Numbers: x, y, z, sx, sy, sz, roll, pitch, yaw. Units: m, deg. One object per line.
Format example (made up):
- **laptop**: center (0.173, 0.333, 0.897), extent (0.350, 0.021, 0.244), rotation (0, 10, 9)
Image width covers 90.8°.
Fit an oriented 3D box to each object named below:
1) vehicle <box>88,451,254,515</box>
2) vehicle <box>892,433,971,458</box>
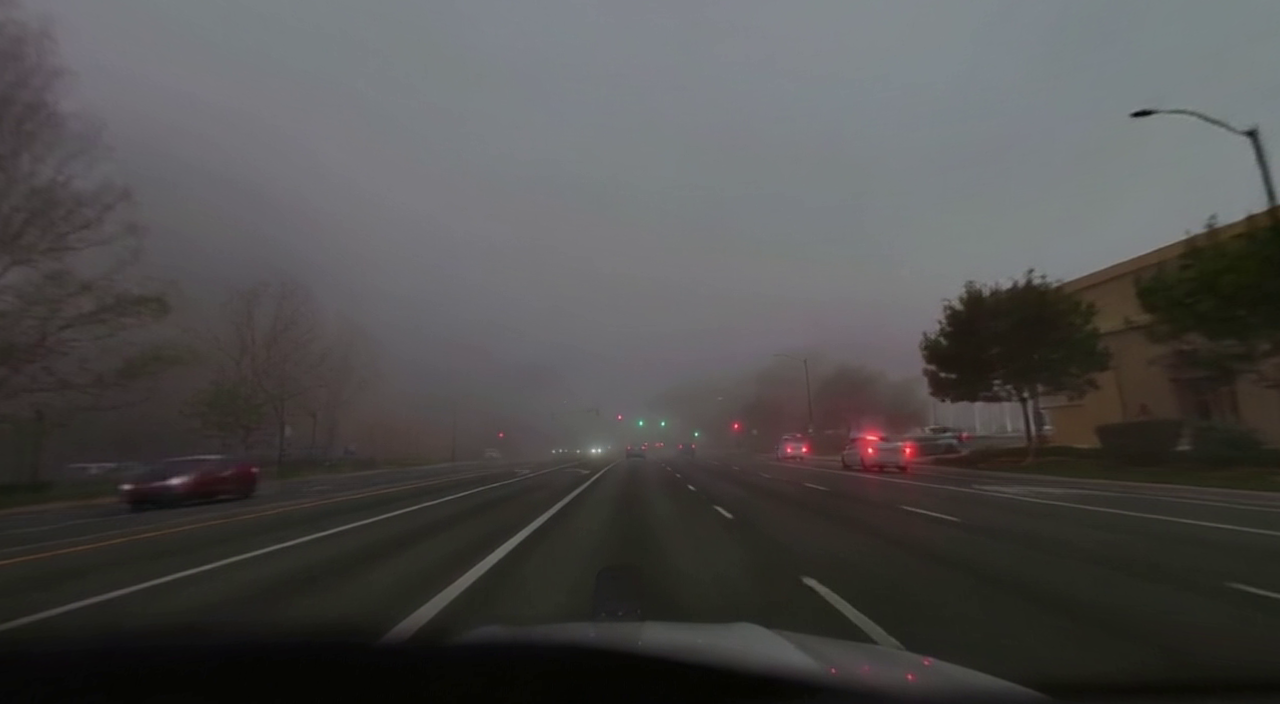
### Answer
- **vehicle**: center (-14.957, 4.137, 20.543), extent (1.998, 1.785, 4.362), rotation (0, -8, 0)
- **vehicle**: center (22.154, 7.110, 48.125), extent (4.893, 1.873, 2.191), rotation (1, -8, -6)
